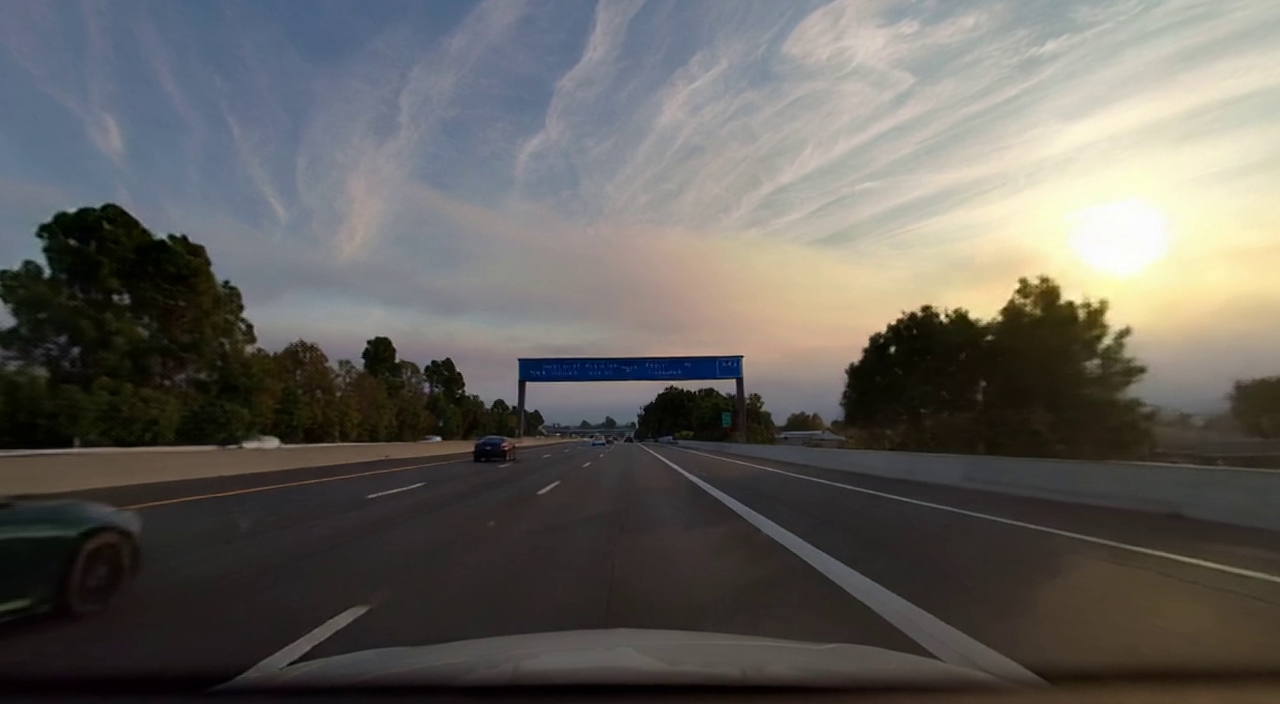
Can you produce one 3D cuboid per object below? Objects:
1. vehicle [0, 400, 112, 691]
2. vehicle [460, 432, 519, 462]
[{"bbox_3d":[-4.249,0.841,2.026,1.912,1.495,3.703,0,-8,-1],"label":"vehicle"},{"bbox_3d":[-8.487,5.360,36.035,2.092,1.574,5.251,0,-8,0],"label":"vehicle"}]
